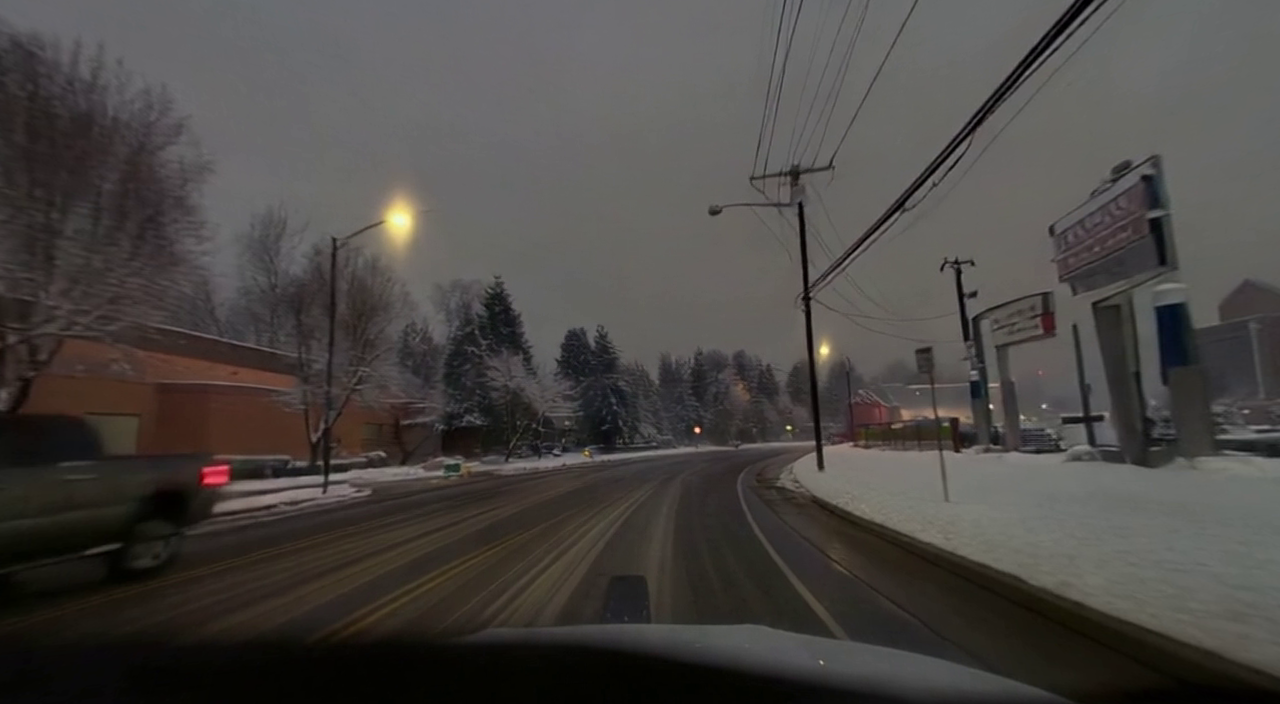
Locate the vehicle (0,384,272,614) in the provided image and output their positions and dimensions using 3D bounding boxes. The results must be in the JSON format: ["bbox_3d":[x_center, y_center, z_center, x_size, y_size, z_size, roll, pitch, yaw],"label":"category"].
[{"bbox_3d":[-6.718,1.409,6.363,2.490,1.961,5.553,-1,-8,2],"label":"vehicle"}]

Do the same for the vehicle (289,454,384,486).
[{"bbox_3d":[-15.478,5.986,32.105,4.513,1.450,2.078,-5,-9,28],"label":"vehicle"}]
